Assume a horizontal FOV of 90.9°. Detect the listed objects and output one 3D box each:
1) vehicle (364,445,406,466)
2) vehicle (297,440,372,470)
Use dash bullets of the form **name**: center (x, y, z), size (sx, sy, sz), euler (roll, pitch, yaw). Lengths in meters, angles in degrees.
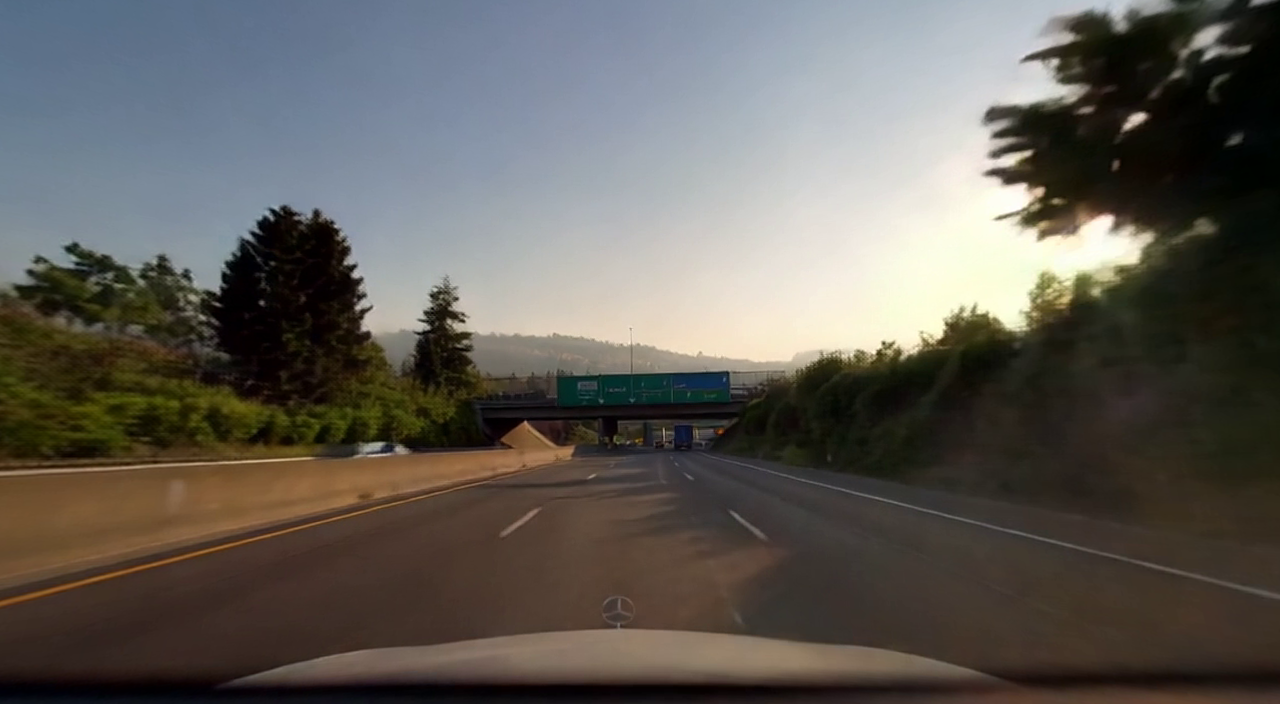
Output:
- **vehicle**: center (-20.116, 8.184, 49.861), size (1.725, 1.504, 3.718), euler (0, -8, 1)
- **vehicle**: center (-16.354, 5.499, 33.978), size (1.897, 1.494, 4.215), euler (0, -8, 1)
